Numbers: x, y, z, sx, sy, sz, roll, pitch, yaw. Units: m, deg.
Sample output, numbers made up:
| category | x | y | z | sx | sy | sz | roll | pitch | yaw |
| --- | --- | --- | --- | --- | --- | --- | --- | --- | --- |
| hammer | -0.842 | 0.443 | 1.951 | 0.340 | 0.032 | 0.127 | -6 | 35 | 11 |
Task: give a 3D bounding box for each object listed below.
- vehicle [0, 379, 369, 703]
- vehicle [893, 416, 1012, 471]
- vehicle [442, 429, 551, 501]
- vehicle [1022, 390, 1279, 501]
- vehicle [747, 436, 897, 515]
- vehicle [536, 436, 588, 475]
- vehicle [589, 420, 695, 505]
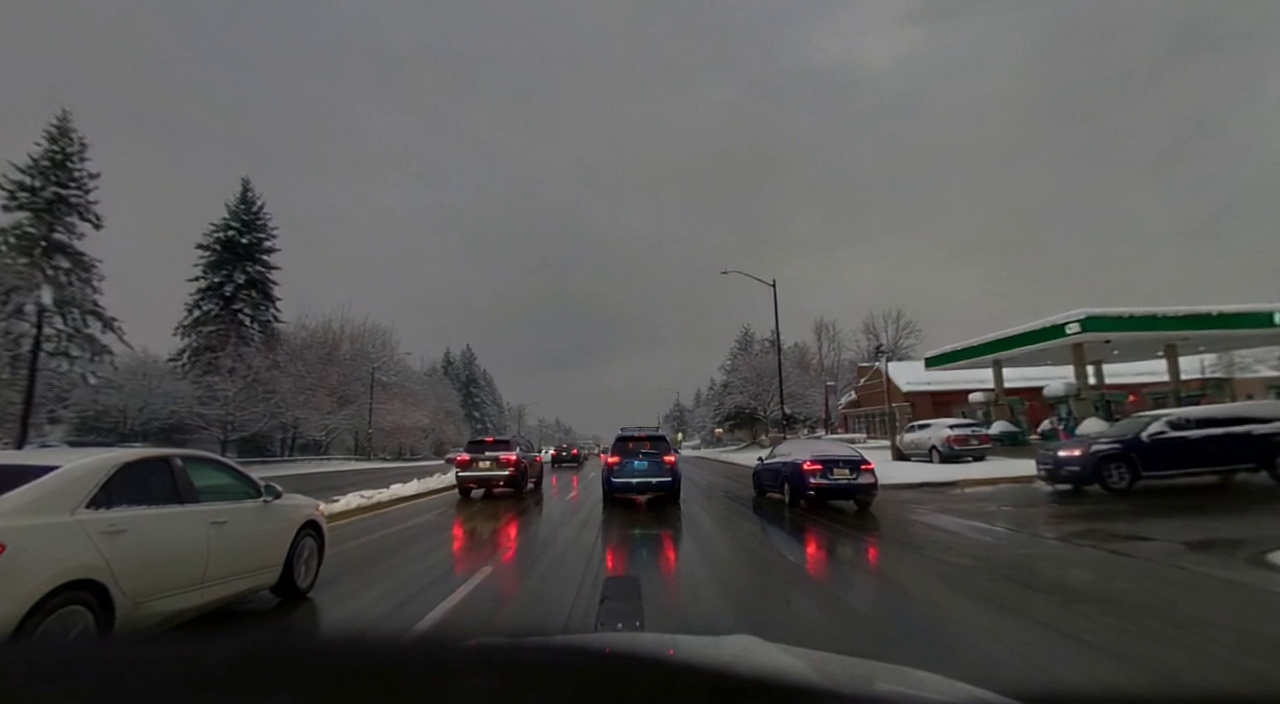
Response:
| category | x | y | z | sx | sy | sz | roll | pitch | yaw |
| --- | --- | --- | --- | --- | --- | --- | --- | --- | --- |
| vehicle | -3.607 | 1.136 | 4.173 | 1.864 | 1.574 | 4.031 | 0 | -8 | -1 |
| vehicle | 11.902 | 3.553 | 24.484 | 2.102 | 1.887 | 4.673 | 0 | -8 | -1 |
| vehicle | -3.705 | 2.982 | 17.095 | 1.932 | 1.695 | 4.150 | 0 | -8 | 1 |
| vehicle | 11.659 | 1.932 | 13.046 | 5.966 | 1.991 | 2.353 | -9 | -11 | 40 |
| vehicle | 3.779 | 2.635 | 14.089 | 1.888 | 1.456 | 4.589 | 0 | -8 | -2 |
| vehicle | -3.597 | 4.846 | 29.804 | 1.871 | 1.673 | 3.920 | 0 | -8 | 1 |
| vehicle | 0.021 | 2.689 | 15.758 | 2.279 | 1.803 | 4.254 | 0 | -8 | 0 |
